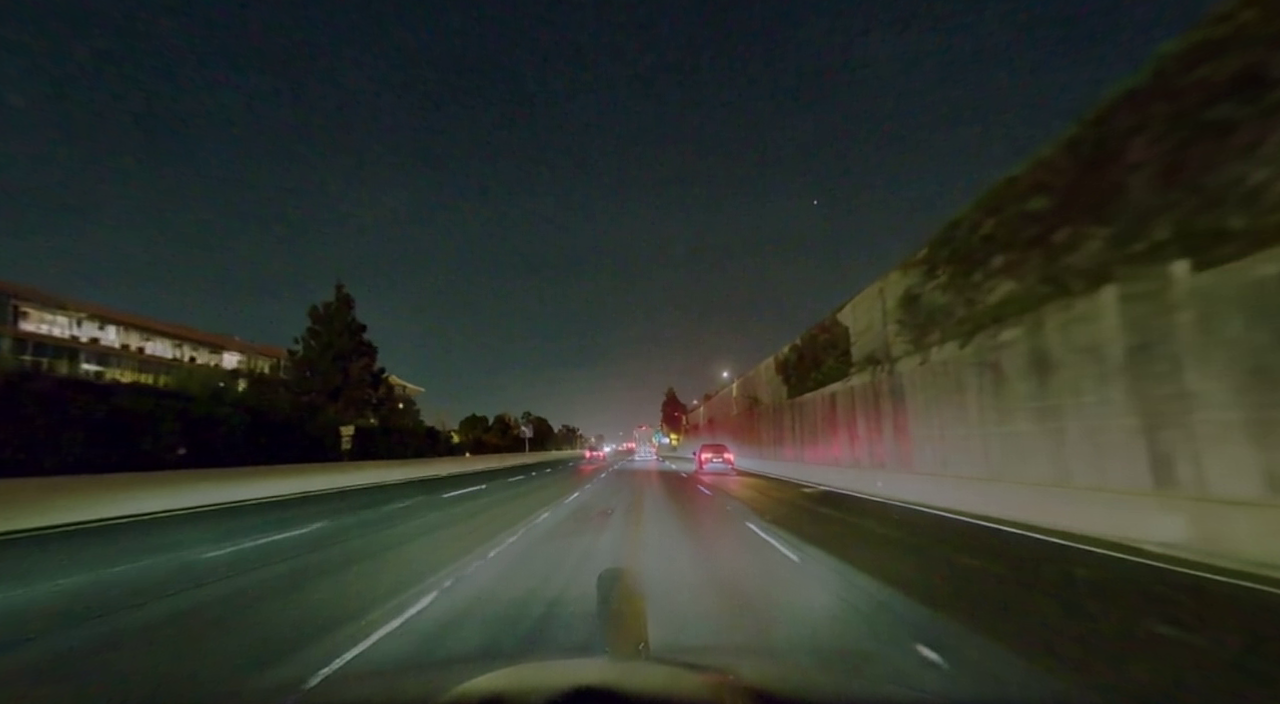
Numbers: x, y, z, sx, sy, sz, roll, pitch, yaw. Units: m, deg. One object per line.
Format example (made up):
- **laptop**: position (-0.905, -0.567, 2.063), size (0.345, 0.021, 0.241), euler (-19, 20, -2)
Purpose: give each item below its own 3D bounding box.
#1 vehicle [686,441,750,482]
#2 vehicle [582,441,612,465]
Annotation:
- **vehicle**: position (3.158, 4.536, 26.431), size (1.973, 1.536, 4.337), euler (0, -9, -2)
- **vehicle**: position (-3.357, 8.003, 49.951), size (2.014, 1.811, 4.369), euler (0, -9, 1)
